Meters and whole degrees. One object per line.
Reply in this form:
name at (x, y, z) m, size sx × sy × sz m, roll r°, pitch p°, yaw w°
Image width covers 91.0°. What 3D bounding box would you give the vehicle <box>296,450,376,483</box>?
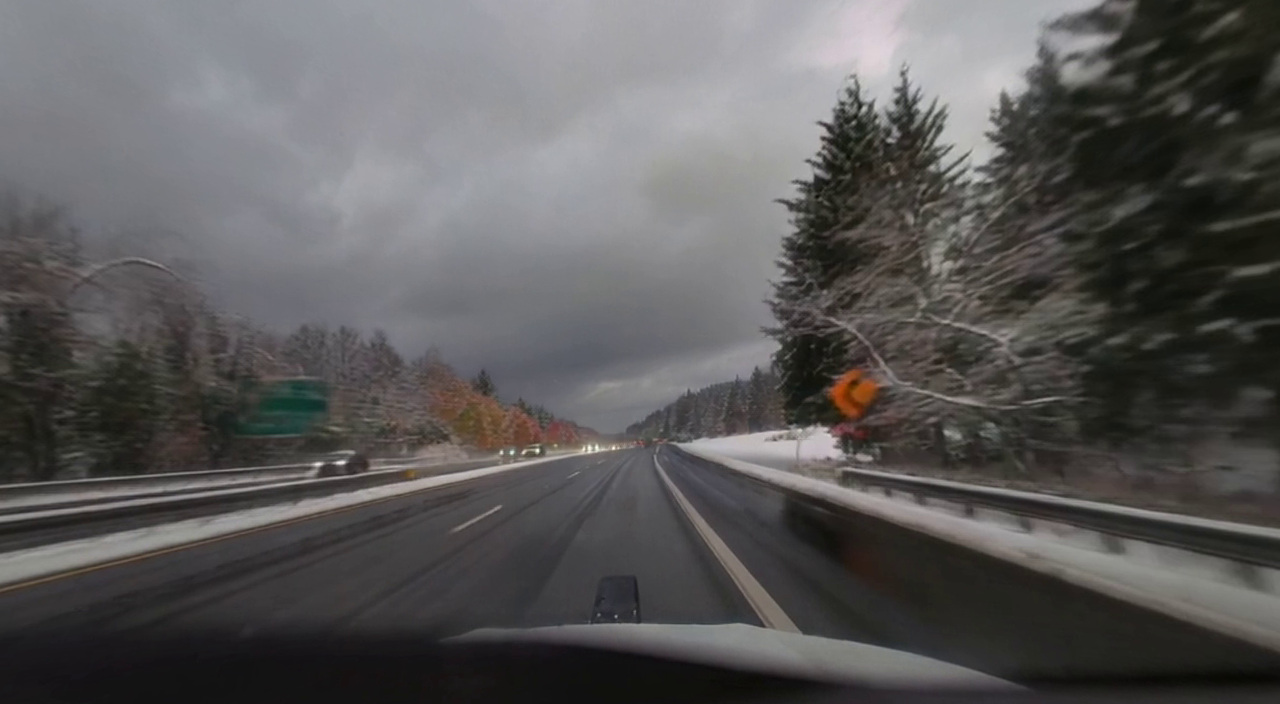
vehicle at (-14.942, 5.608, 31.193) m, size 1.969 × 1.449 × 3.961 m, roll -1°, pitch -8°, yaw 1°
